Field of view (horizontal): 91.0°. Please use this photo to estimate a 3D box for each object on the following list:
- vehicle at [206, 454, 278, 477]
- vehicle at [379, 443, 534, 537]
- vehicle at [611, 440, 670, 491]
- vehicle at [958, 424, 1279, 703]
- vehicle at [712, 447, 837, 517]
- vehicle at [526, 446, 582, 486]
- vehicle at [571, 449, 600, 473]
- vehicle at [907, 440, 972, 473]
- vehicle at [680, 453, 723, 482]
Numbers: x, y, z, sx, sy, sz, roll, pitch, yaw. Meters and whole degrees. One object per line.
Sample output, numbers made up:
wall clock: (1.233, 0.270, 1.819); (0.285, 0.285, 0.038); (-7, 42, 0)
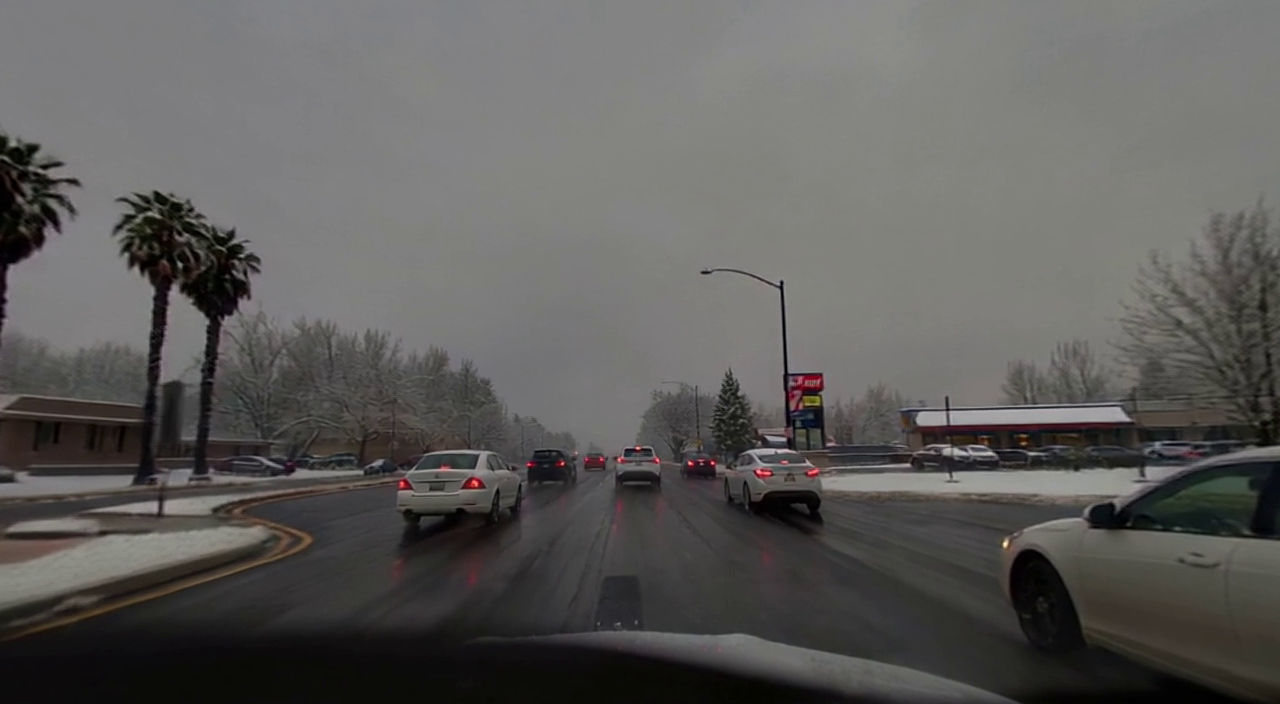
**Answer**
vehicle: (-30.428, 8.698, 48.194); (4.123, 1.648, 2.053); (0, -8, 0)
vehicle: (-3.341, 2.549, 12.374); (1.864, 1.505, 4.202); (0, -8, -1)
vehicle: (-0.009, 4.540, 25.550); (2.164, 1.867, 4.254); (0, -8, -1)
vehicle: (3.660, 1.097, 3.082); (1.867, 1.448, 4.436); (0, -8, 0)
vehicle: (3.157, 3.141, 15.850); (1.977, 1.480, 4.589); (0, -8, -2)
vehicle: (-3.846, 5.177, 28.955); (1.932, 1.695, 4.235); (0, -8, 0)
vehicle: (-4.088, 8.250, 47.669); (1.871, 1.673, 3.920); (0, -8, 0)
vehicle: (18.221, 6.361, 38.538); (1.905, 1.833, 4.347); (0, -8, 2)
vehicle: (3.400, 6.453, 35.534); (1.880, 1.476, 3.932); (0, -8, -2)
